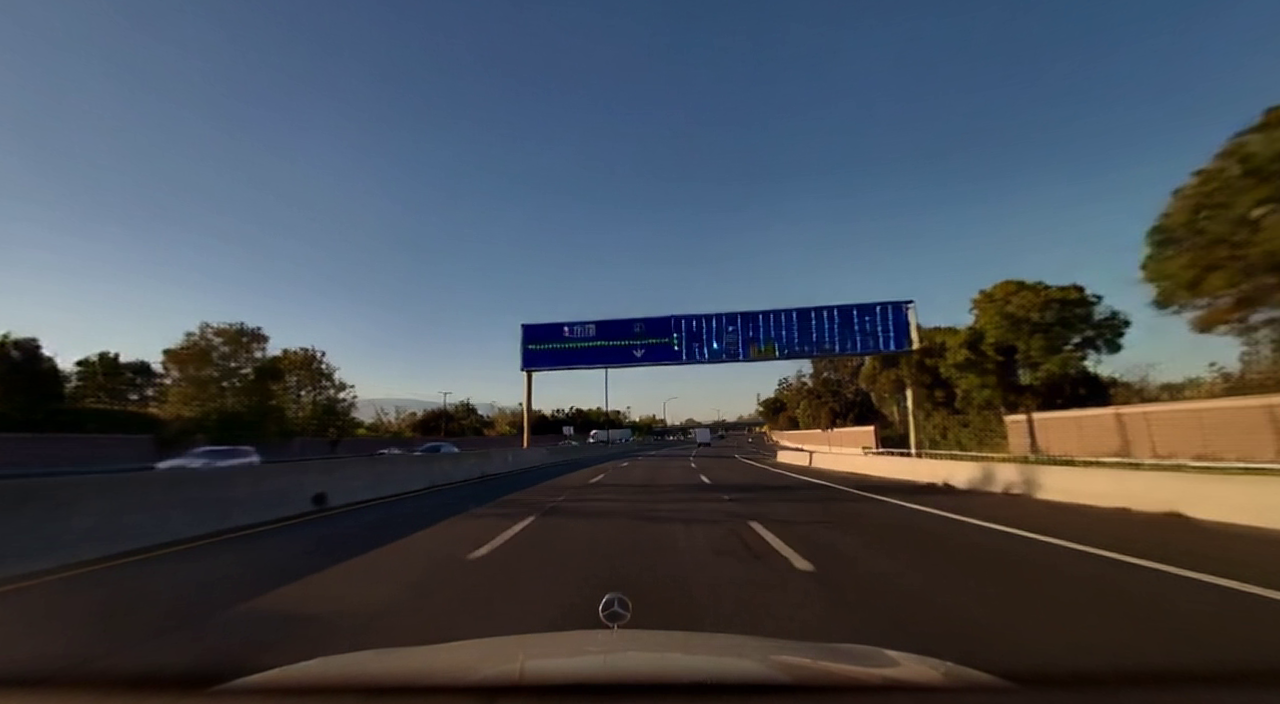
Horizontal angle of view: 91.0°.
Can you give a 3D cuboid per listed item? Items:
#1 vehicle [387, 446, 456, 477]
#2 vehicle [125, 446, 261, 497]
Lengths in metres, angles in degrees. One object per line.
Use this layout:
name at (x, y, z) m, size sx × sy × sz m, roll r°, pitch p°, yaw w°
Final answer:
vehicle at (-11.774, 5.896, 34.264) m, size 1.995 × 1.532 × 4.395 m, roll -1°, pitch -8°, yaw 3°
vehicle at (-16.611, 4.421, 23.712) m, size 1.905 × 1.670 × 4.244 m, roll -1°, pitch -8°, yaw 2°
